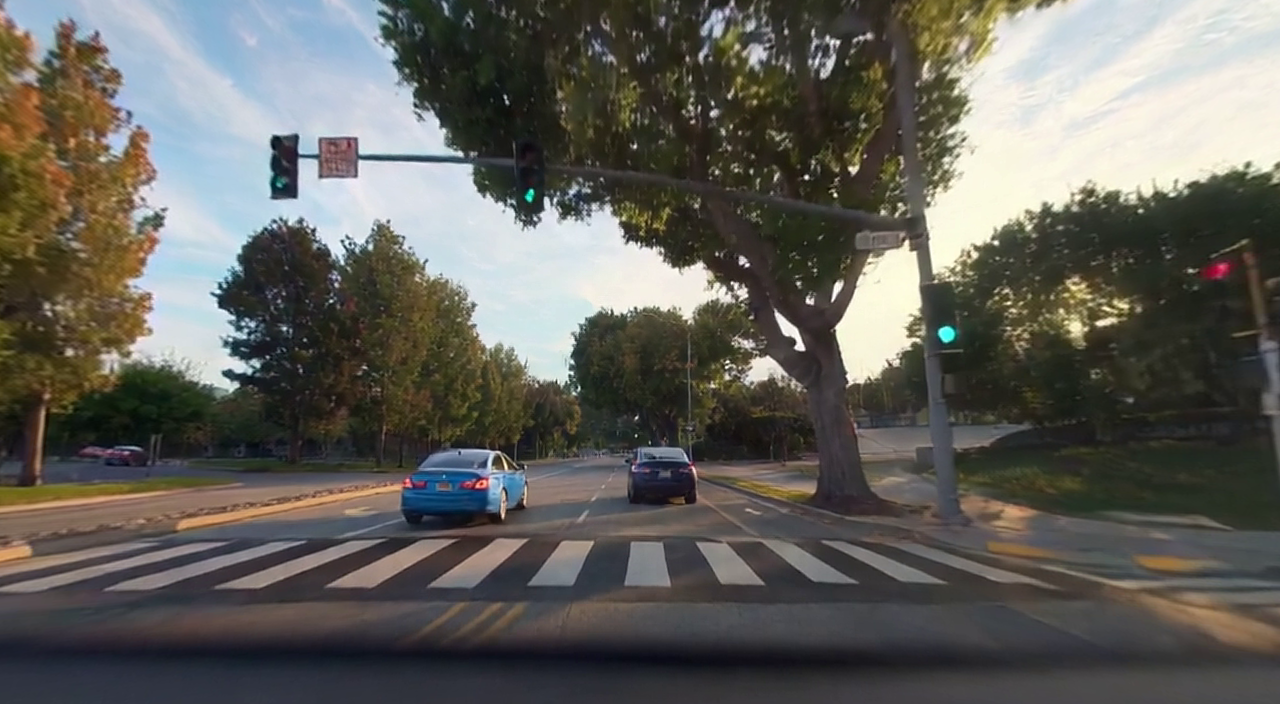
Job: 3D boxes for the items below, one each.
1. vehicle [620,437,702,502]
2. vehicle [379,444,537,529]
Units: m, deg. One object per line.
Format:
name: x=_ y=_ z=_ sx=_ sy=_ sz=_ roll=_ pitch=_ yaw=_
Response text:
vehicle: x=0.528 y=3.656 z=19.955 sx=2.215 sy=1.799 sz=4.426 roll=1 pitch=-9 yaw=-3
vehicle: x=-3.490 y=2.643 z=12.975 sx=2.036 sy=1.447 sz=4.044 roll=0 pitch=-9 yaw=0
